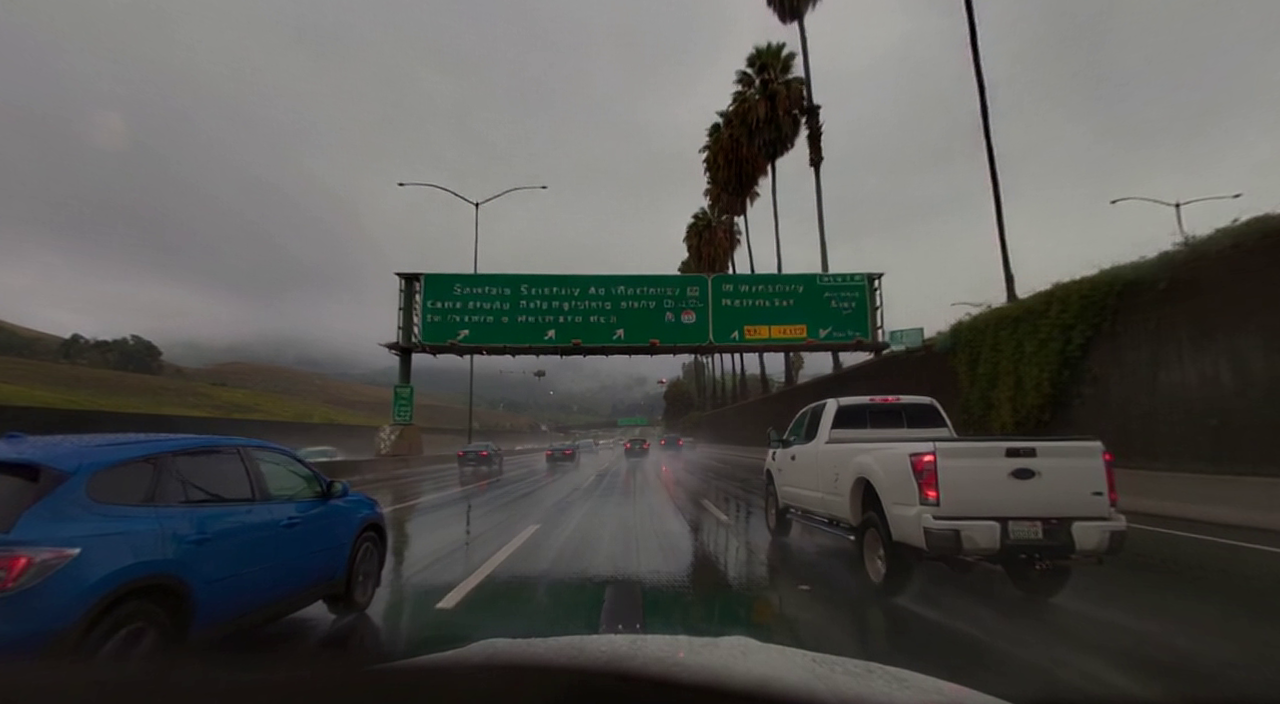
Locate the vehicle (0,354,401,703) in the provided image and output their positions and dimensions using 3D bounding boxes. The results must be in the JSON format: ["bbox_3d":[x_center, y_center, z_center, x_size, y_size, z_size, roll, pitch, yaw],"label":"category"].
[{"bbox_3d":[-3.224,1.102,3.904,1.885,1.654,4.103,0,-9,0],"label":"vehicle"}]

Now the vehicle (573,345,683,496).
[{"bbox_3d":[-0.258,2.628,22.381,2.906,4.040,10.743,0,-9,1],"label":"vehicle"}]

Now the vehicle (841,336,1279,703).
[{"bbox_3d":[3.147,0.984,4.390,1.859,1.416,4.695,0,-9,-1],"label":"vehicle"}]

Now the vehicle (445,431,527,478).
[{"bbox_3d":[-6.904,4.698,29.140,2.344,1.954,5.579,0,-9,0],"label":"vehicle"}]
